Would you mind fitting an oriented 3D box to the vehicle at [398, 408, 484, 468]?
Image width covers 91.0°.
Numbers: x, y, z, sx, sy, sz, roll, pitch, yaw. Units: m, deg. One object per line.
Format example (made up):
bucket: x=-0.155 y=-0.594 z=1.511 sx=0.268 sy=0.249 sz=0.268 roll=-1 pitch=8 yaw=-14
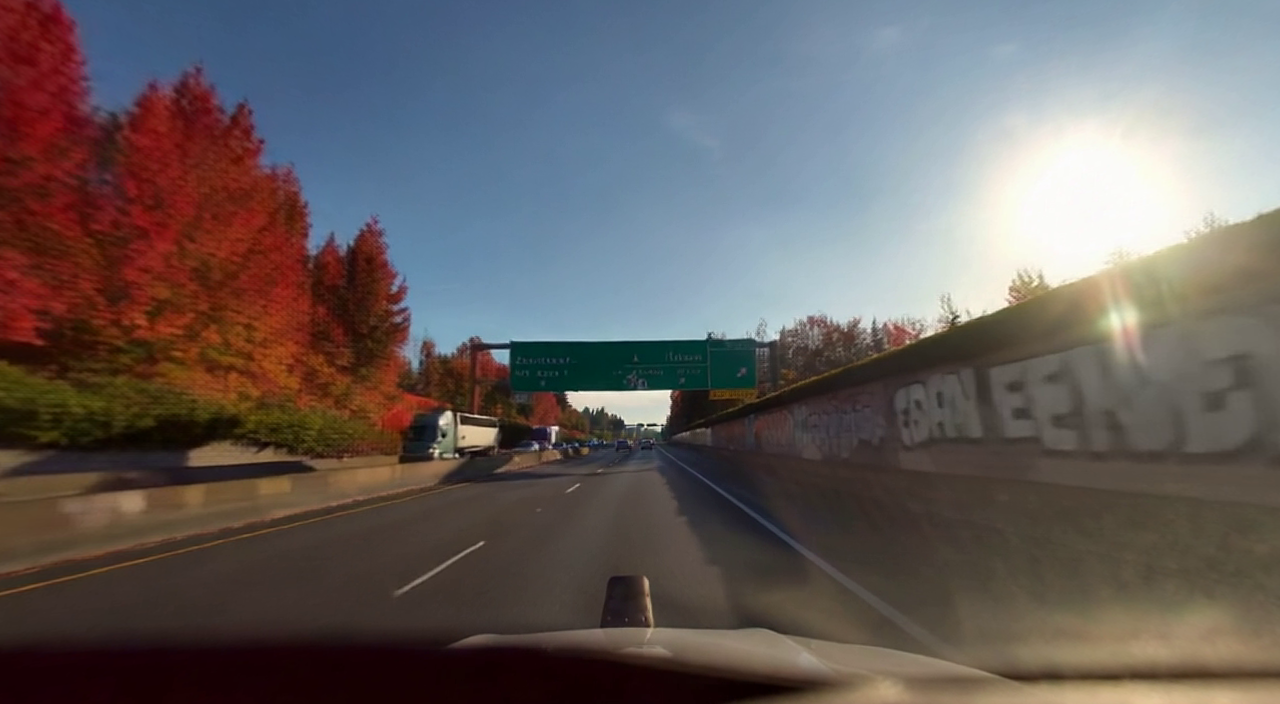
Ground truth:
vehicle: x=-14.520 y=6.454 z=47.009 sx=2.994 sy=3.947 sz=9.906 roll=0 pitch=-8 yaw=1
